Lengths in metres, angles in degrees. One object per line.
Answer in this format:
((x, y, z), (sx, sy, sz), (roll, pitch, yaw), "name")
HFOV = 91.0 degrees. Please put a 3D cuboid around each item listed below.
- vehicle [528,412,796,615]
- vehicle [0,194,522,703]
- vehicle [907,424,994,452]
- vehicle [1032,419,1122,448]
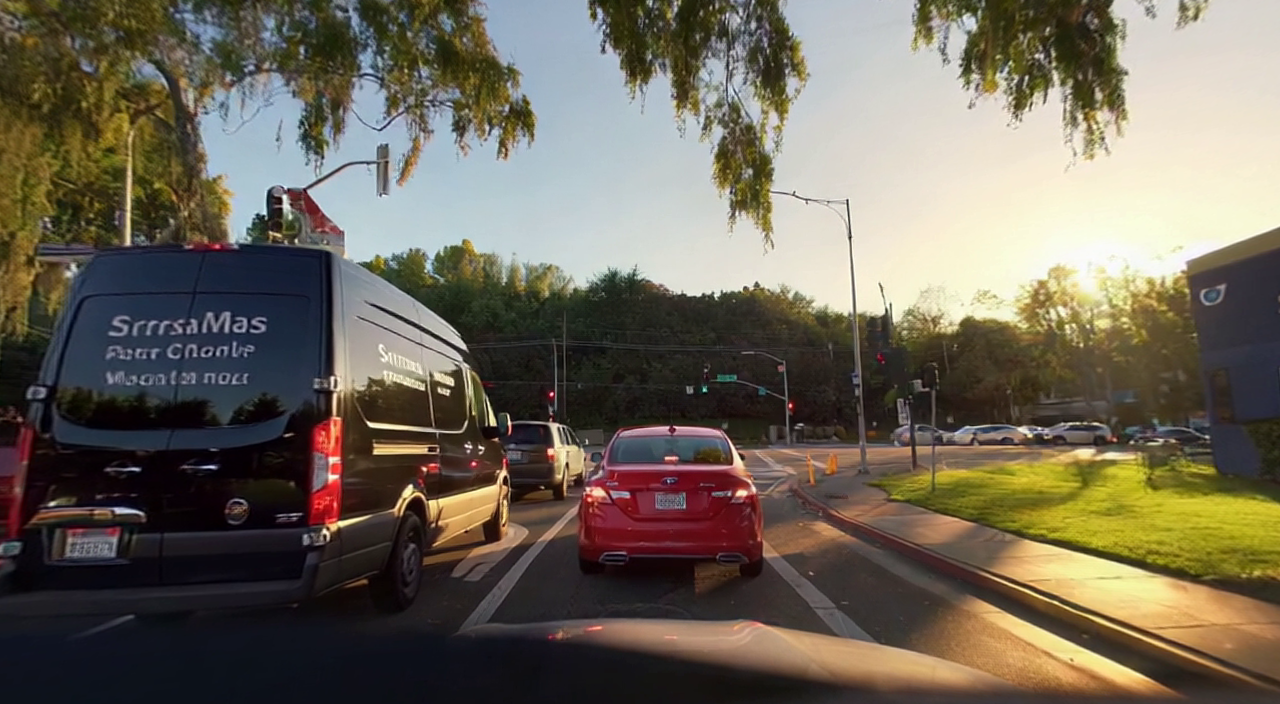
((0.365, 1.757, 7.849), (2.398, 1.773, 4.254), (-1, -8, 5), "vehicle")
((-3.078, 0.953, 6.458), (2.555, 3.035, 5.702), (0, -8, 0), "vehicle")
((21.930, 6.101, 44.518), (5.021, 1.848, 2.210), (1, -9, -9), "vehicle")
((32.001, 6.023, 46.164), (5.084, 2.041, 2.360), (2, -9, -9), "vehicle")
